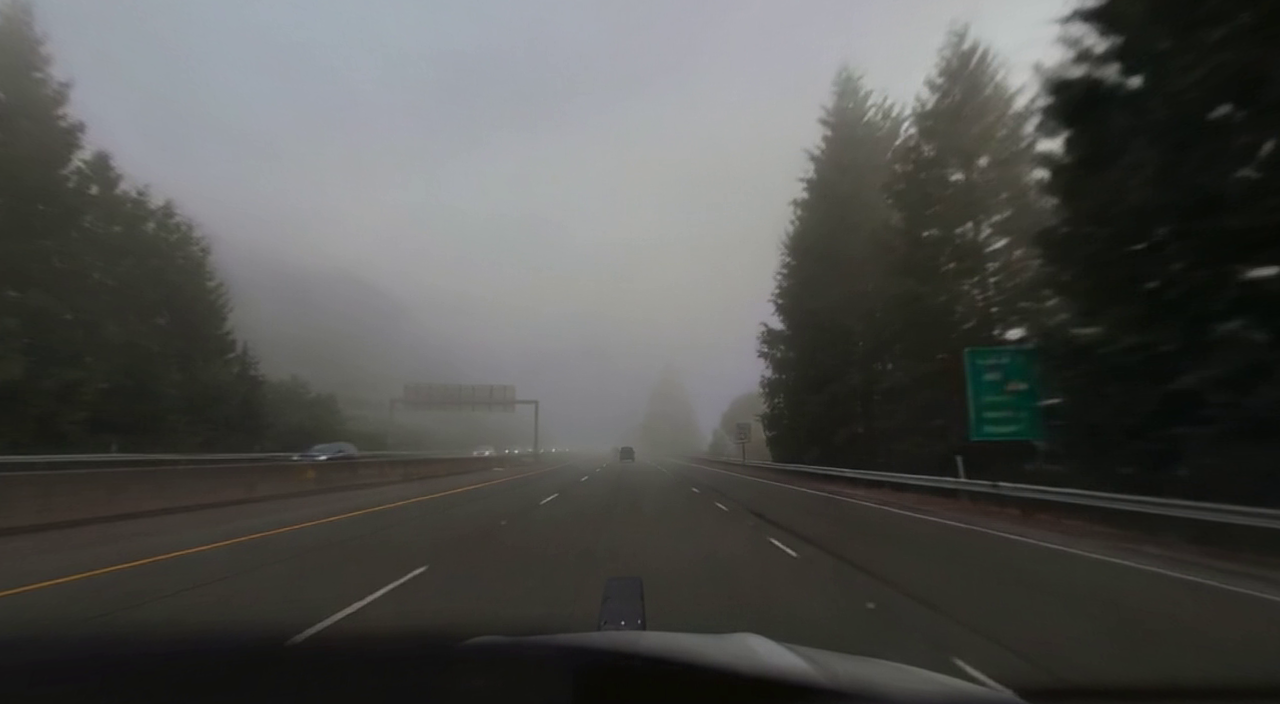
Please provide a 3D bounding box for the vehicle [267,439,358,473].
[{"bbox_3d":[-15.245,4.863,29.668,1.922,1.465,4.498,0,-9,-1],"label":"vehicle"}]
